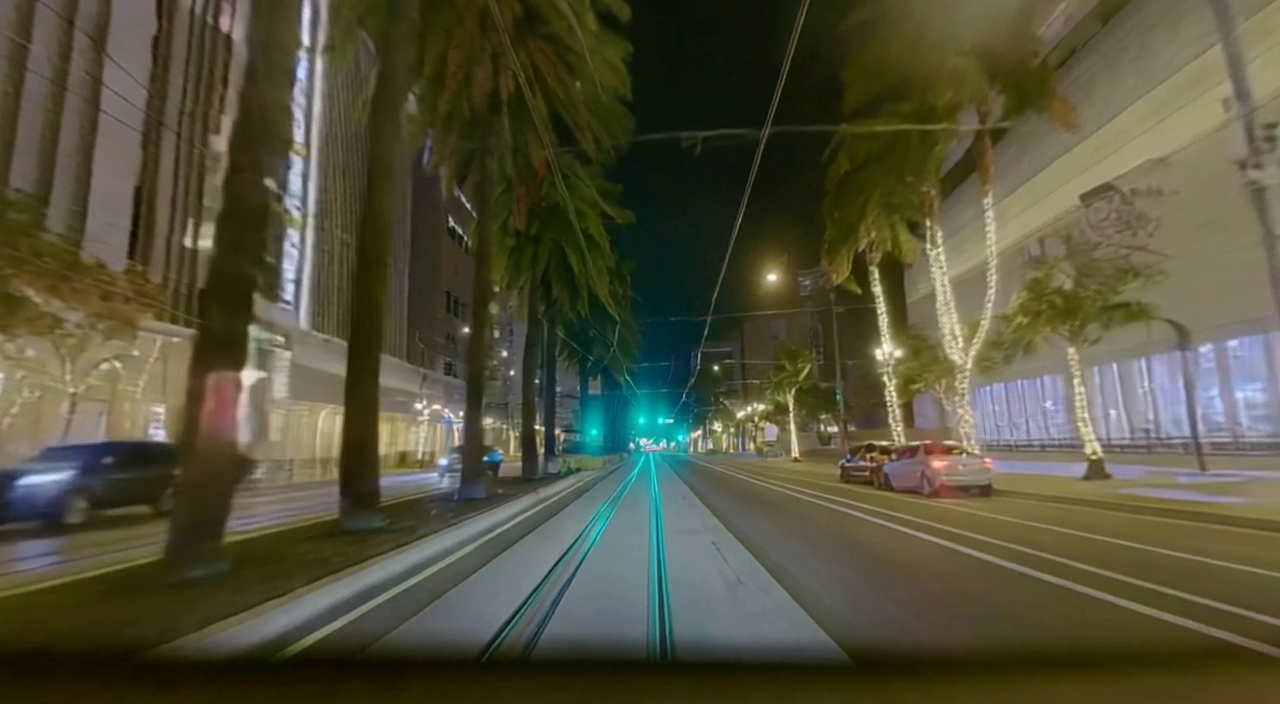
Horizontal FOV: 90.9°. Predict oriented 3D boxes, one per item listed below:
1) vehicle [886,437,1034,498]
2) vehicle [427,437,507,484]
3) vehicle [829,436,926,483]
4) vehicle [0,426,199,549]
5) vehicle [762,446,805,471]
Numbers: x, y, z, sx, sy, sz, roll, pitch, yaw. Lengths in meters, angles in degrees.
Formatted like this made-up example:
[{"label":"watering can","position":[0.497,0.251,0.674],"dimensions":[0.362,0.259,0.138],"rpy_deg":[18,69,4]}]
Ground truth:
[{"label":"vehicle","position":[8.781,3.163,17.743],"dimensions":[1.816,1.488,4.102],"rpy_deg":[0,-8,-3]},{"label":"vehicle","position":[-7.318,4.628,27.129],"dimensions":[2.032,1.824,4.557],"rpy_deg":[0,-8,2]},{"label":"vehicle","position":[8.810,4.002,23.792],"dimensions":[1.878,1.605,4.242],"rpy_deg":[0,-8,-2]},{"label":"vehicle","position":[-10.827,2.329,11.337],"dimensions":[2.096,1.860,4.953],"rpy_deg":[-1,-8,1]},{"label":"vehicle","position":[9.017,6.695,39.877],"dimensions":[1.733,1.468,4.326],"rpy_deg":[0,-8,0]}]
